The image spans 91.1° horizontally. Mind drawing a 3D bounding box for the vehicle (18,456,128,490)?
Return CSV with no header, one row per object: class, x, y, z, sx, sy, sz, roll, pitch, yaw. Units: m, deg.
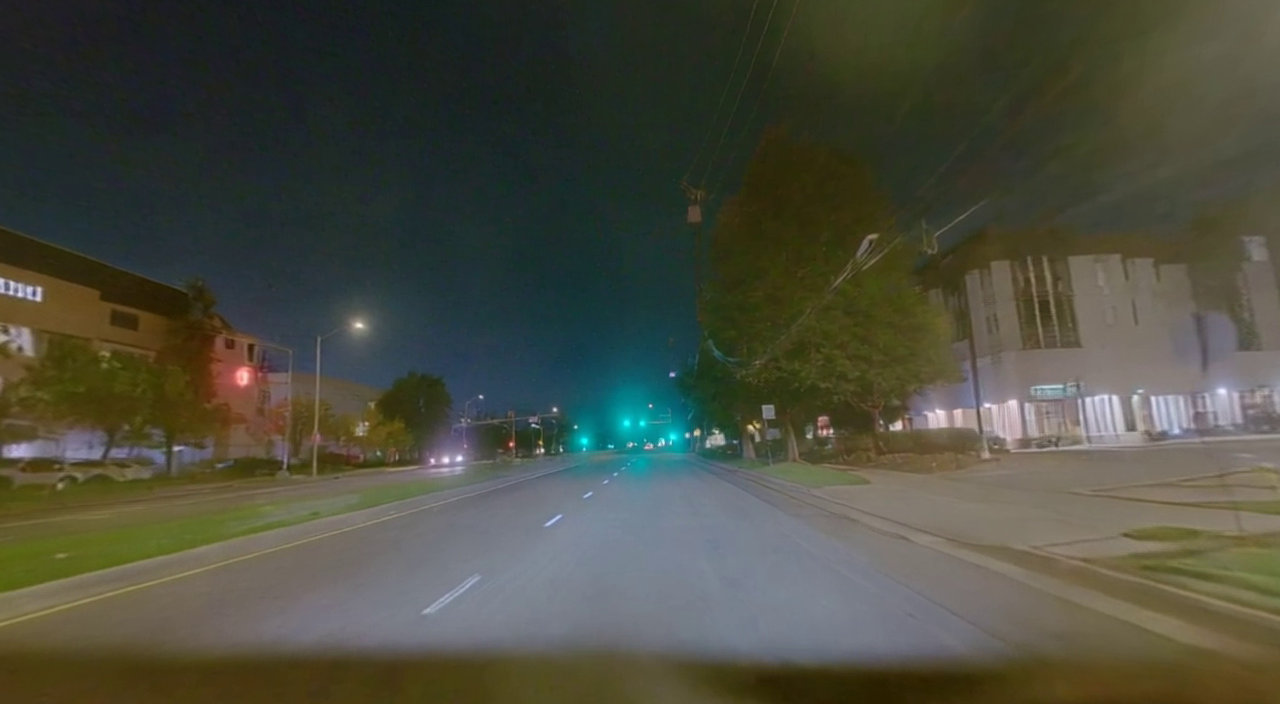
vehicle,-27.236,5.809,30.239,3.592,1.501,1.697,0,-9,1
